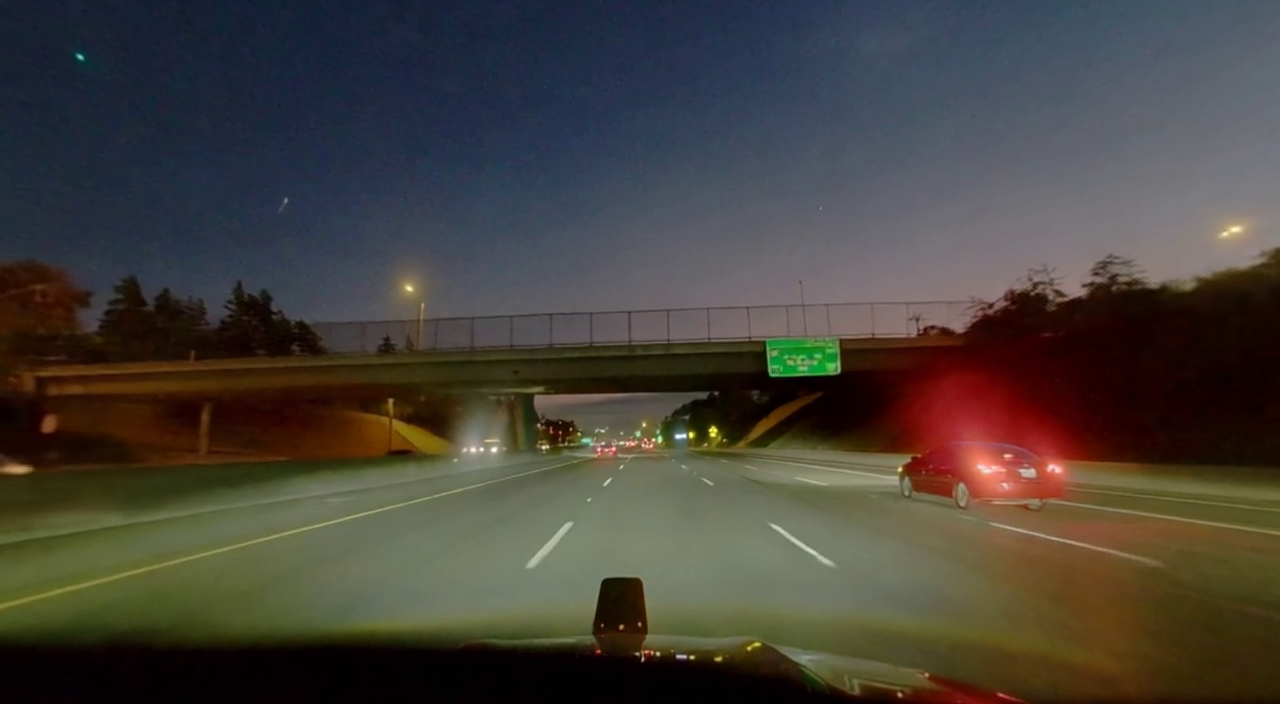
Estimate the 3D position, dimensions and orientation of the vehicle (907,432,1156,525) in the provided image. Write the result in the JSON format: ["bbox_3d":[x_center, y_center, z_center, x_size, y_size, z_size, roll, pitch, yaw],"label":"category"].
[{"bbox_3d":[7.208,2.353,12.353,1.914,1.465,4.574,0,-8,0],"label":"vehicle"}]
